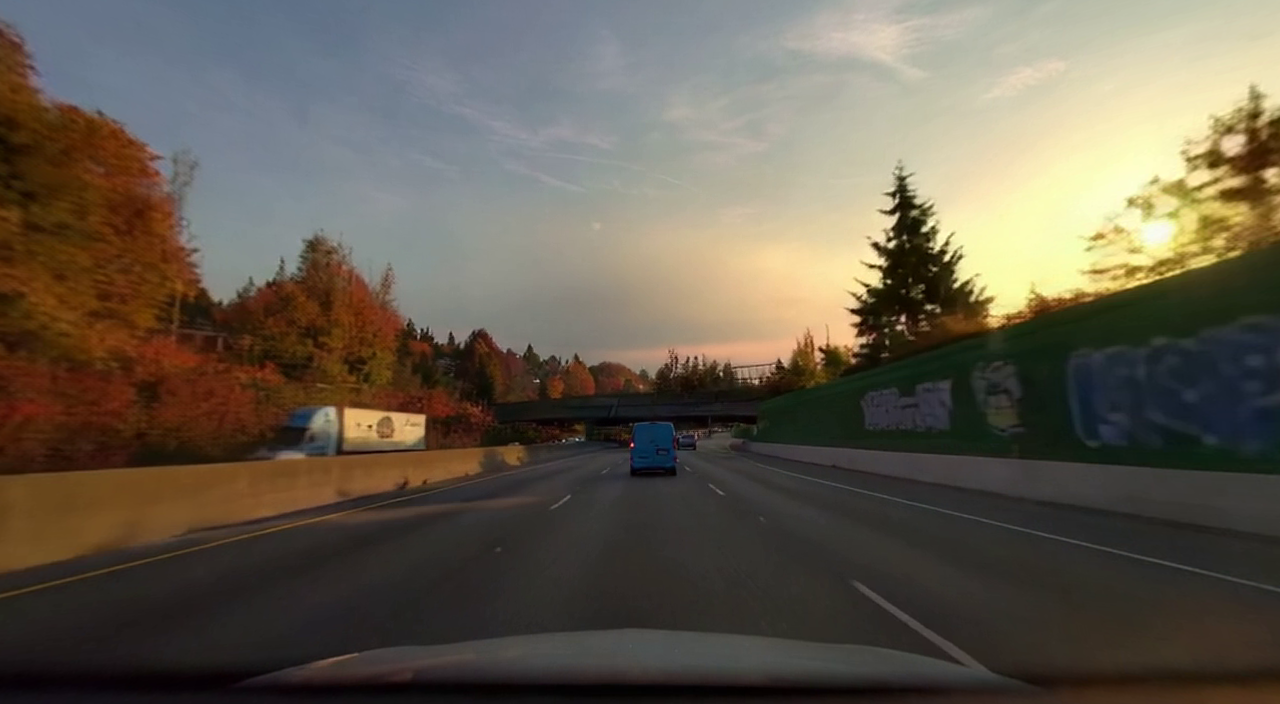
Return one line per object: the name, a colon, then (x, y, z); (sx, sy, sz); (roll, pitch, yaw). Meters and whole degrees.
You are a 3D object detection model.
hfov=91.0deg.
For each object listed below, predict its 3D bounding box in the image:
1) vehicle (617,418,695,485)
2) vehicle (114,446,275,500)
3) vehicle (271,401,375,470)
vehicle: (0.478, 3.241, 20.710); (2.283, 1.956, 4.421); (0, -8, 0)
vehicle: (-14.794, 4.001, 21.322); (1.960, 1.565, 4.781); (0, -8, 0)
vehicle: (-20.430, 5.507, 41.093); (2.976, 4.117, 6.443); (0, -8, 3)
